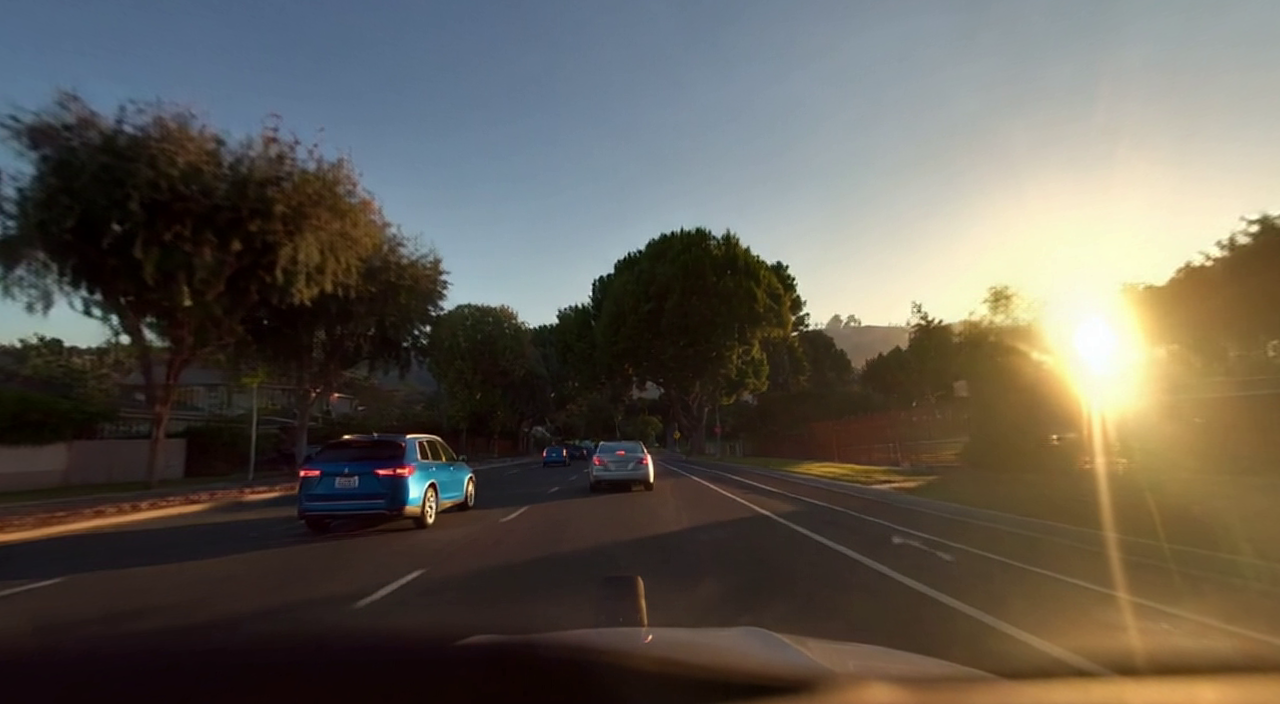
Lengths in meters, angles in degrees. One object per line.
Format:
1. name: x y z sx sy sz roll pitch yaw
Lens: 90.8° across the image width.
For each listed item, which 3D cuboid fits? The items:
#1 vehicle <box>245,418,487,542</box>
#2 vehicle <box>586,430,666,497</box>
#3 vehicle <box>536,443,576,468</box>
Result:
1. vehicle: -4.418 2.142 11.256 2.243 1.722 4.621 0 -8 0
2. vehicle: -0.415 3.272 18.901 2.131 1.761 4.242 0 -8 -1
3. vehicle: -5.141 6.389 39.229 2.014 1.493 4.658 0 -8 -2
